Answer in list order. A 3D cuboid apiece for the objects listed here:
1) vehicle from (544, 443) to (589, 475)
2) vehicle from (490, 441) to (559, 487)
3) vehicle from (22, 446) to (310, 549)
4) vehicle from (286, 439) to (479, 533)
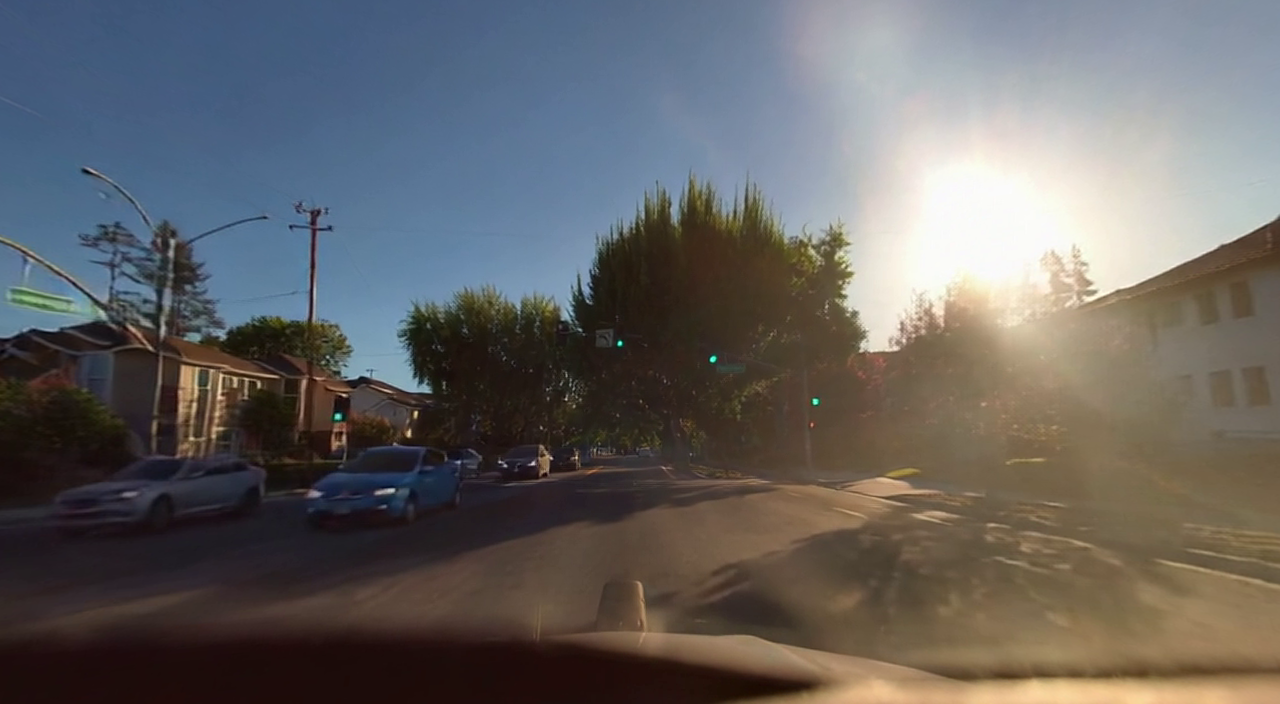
[{"bbox_3d":[-4.450,6.521,38.811,2.095,1.731,4.462,-1,-8,1],"label":"vehicle"},{"bbox_3d":[-4.579,4.480,25.627,1.999,1.652,3.962,-1,-8,1],"label":"vehicle"},{"bbox_3d":[-8.415,2.555,11.888,1.985,1.475,4.383,-1,-8,1],"label":"vehicle"},{"bbox_3d":[-4.684,2.453,12.322,2.003,1.462,4.220,-1,-8,0],"label":"vehicle"}]
